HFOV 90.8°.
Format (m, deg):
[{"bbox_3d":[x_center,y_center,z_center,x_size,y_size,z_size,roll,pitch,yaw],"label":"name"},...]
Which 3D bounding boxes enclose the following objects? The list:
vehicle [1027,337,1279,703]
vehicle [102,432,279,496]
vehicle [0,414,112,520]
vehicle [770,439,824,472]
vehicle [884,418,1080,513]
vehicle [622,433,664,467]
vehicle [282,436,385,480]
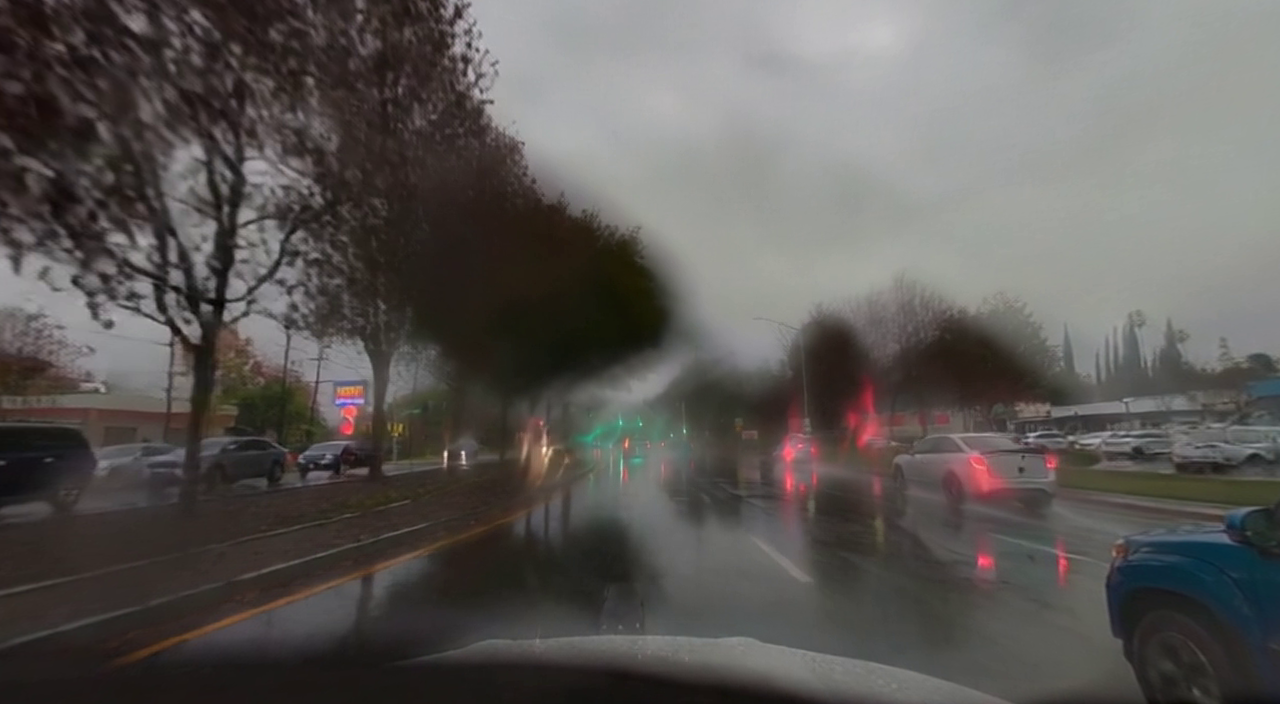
[{"bbox_3d":[3.526,0.711,1.783,2.076,1.716,4.416,0,-8,1],"label":"vehicle"},{"bbox_3d":[-14.314,3.582,20.605,2.242,1.836,4.811,0,-8,-1],"label":"vehicle"},{"bbox_3d":[-13.903,2.130,11.531,2.762,2.050,6.588,0,-8,1],"label":"vehicle"},{"bbox_3d":[7.768,5.171,31.652,1.879,1.517,4.006,0,-8,3],"label":"vehicle"},{"bbox_3d":[7.380,2.489,14.277,1.977,1.786,4.344,0,-8,0],"label":"vehicle"},{"bbox_3d":[0.182,5.950,38.586,2.402,1.938,4.535,0,-8,0],"label":"vehicle"},{"bbox_3d":[-13.993,4.836,29.252,2.159,1.836,5.038,0,-8,1],"label":"vehicle"}]
